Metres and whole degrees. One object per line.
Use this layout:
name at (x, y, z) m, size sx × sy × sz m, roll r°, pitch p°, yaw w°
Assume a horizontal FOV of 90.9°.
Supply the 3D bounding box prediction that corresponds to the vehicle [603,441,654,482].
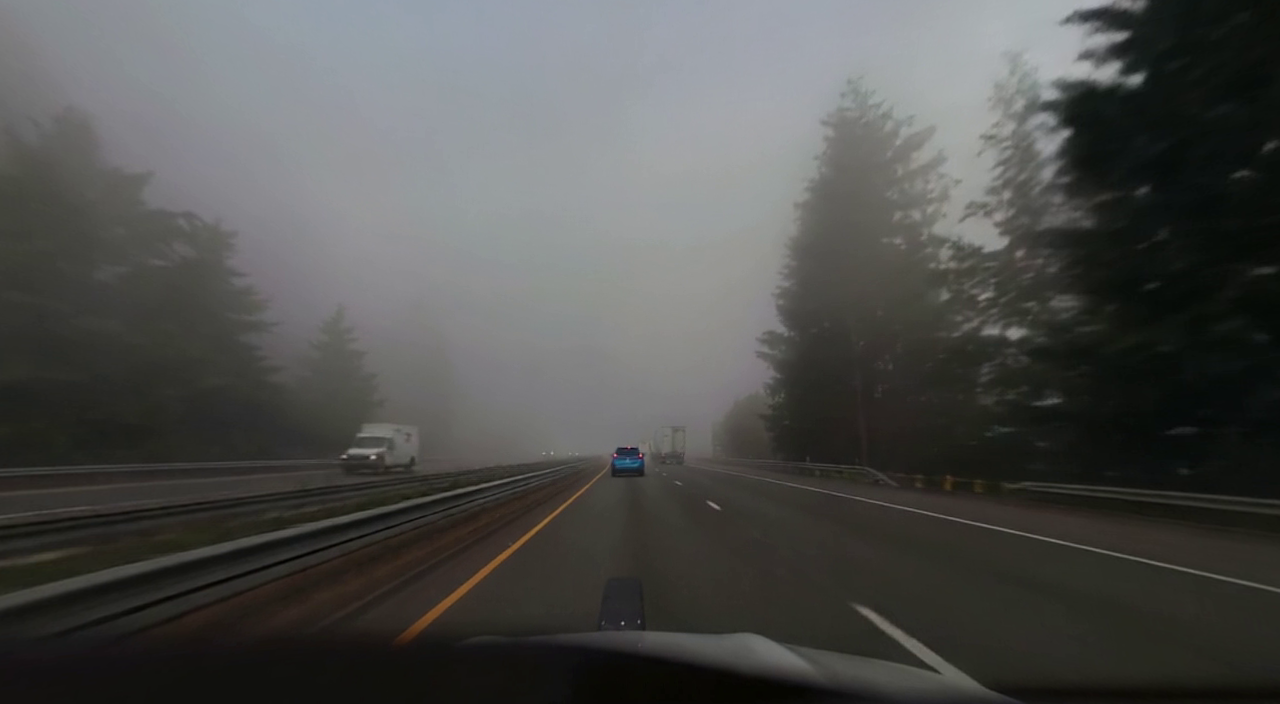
vehicle at (-0.527, 4.993, 28.883) m, size 2.190 × 1.706 × 4.062 m, roll 0°, pitch -9°, yaw -1°

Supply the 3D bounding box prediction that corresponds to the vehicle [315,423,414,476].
vehicle at (-12.980, 4.691, 30.239) m, size 2.298 × 2.264 × 5.462 m, roll 0°, pitch -9°, yaw -1°
